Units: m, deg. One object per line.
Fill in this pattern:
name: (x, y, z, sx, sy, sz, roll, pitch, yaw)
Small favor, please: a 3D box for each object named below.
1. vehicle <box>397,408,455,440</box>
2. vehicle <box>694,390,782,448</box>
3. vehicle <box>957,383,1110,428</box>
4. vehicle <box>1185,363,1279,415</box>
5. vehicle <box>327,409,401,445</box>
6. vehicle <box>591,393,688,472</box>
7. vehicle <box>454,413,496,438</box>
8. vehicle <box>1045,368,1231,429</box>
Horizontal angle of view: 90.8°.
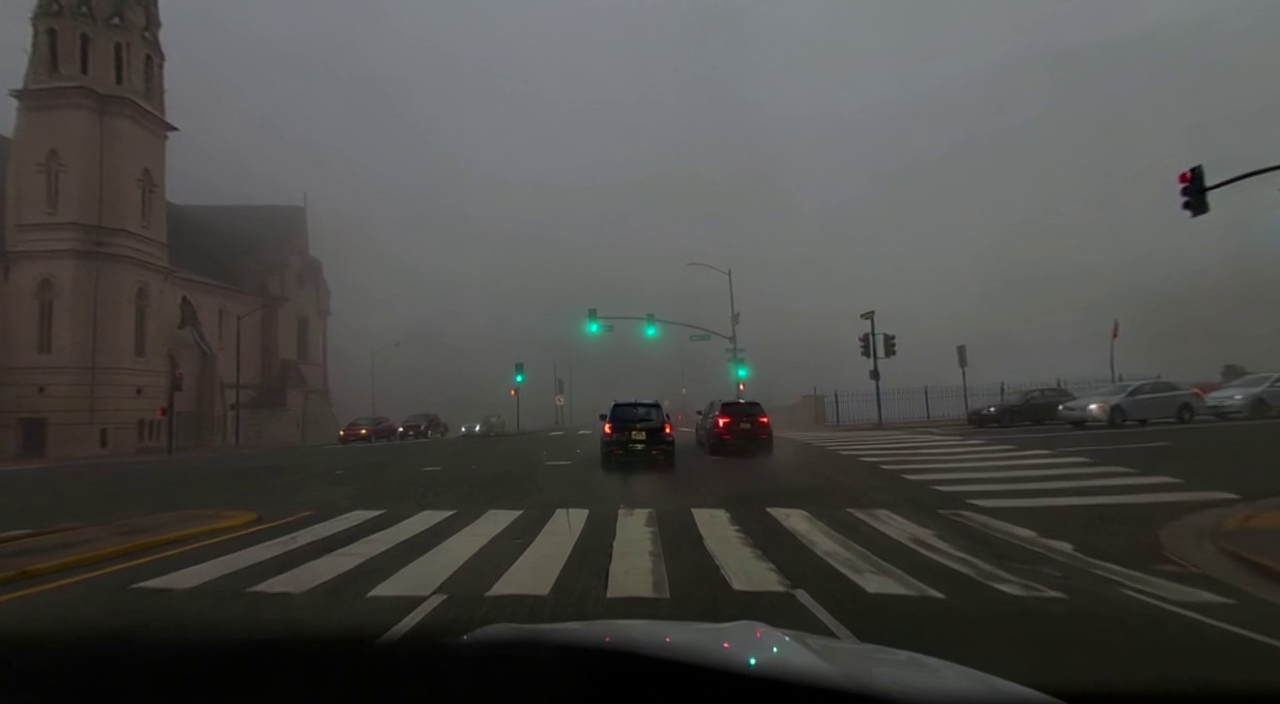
vehicle: (-12.958, 4.420, 38.521, 2.069, 1.790, 4.358, 1, -8, -2)
vehicle: (3.217, 2.241, 21.729, 2.080, 1.735, 4.650, 0, -5, -3)
vehicle: (15.015, 2.068, 24.308, 4.488, 1.475, 2.083, -2, -5, -2)
vehicle: (24.769, 1.501, 24.962, 4.428, 1.928, 2.190, 0, -6, -2)
vehicle: (-15.913, 4.443, 36.768, 1.969, 1.896, 5.404, 1, -8, -2)
vehicle: (-0.125, 1.948, 16.250, 2.168, 1.776, 4.135, 1, -4, -3)
vehicle: (-12.711, 5.733, 48.935, 2.170, 1.746, 4.565, 0, -9, -2)
vehicle: (16.795, 1.609, 21.483, 4.512, 1.734, 2.143, -3, -6, -3)
